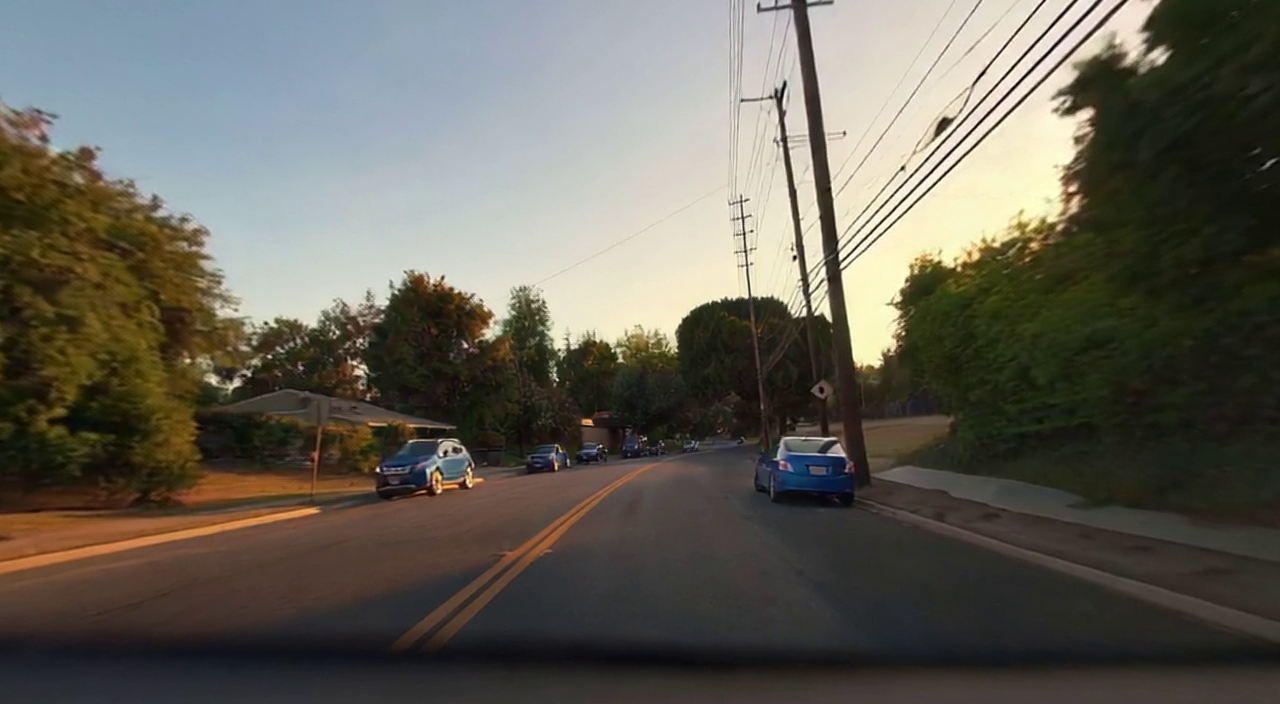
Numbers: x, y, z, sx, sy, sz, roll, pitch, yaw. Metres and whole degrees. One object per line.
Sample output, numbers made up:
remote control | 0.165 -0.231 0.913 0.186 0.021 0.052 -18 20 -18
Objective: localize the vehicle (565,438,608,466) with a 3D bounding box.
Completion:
vehicle | -3.609 6.920 43.415 1.927 1.542 3.886 -7 -13 9

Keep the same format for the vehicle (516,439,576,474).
vehicle | -4.984 5.717 34.178 1.840 1.523 4.333 4 -11 9

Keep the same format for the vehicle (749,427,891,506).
vehicle | 3.788 2.506 14.238 2.054 1.470 4.504 -1 -8 3

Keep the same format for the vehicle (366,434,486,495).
vehicle | -6.605 3.608 20.149 2.025 1.715 4.363 -1 -11 4
